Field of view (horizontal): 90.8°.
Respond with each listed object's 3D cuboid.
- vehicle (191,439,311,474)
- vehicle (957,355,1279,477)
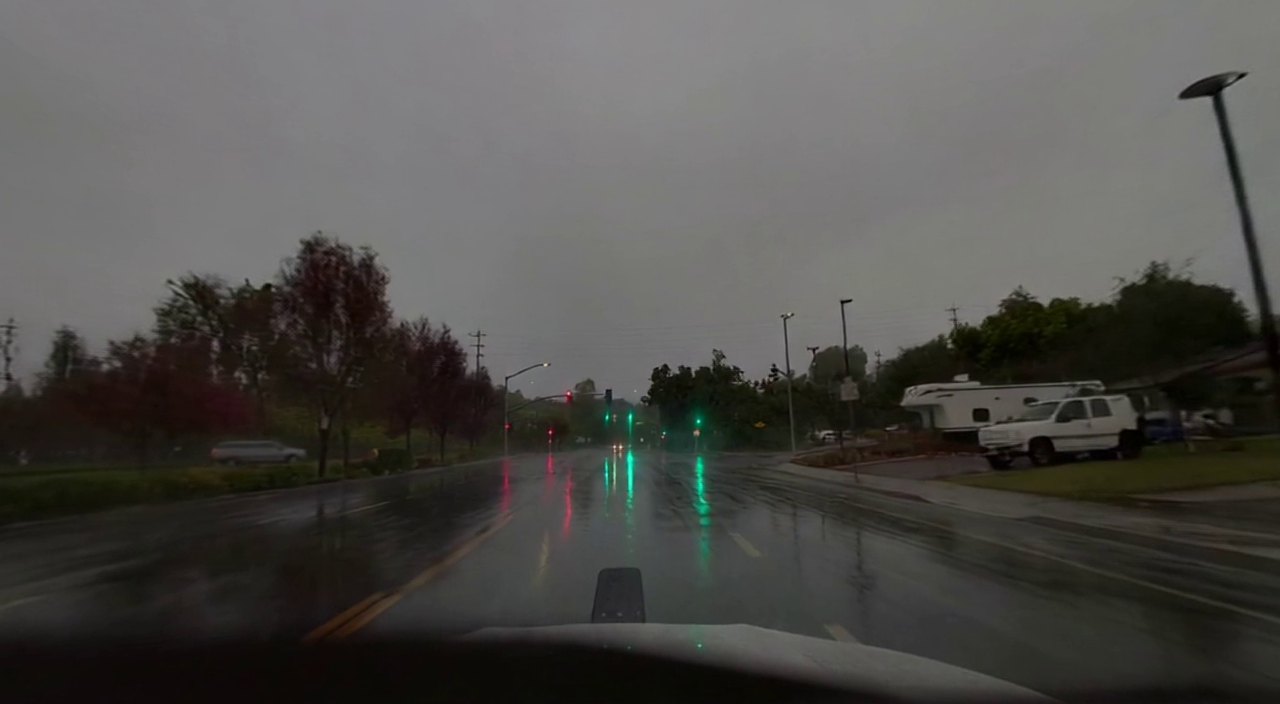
[{"bbox_3d":[-24.800,6.640,40.439,6.218,2.056,2.324,0,-5,1],"label":"vehicle"},{"bbox_3d":[15.481,1.953,19.579,9.549,3.068,3.049,-3,-7,-3],"label":"vehicle"}]
